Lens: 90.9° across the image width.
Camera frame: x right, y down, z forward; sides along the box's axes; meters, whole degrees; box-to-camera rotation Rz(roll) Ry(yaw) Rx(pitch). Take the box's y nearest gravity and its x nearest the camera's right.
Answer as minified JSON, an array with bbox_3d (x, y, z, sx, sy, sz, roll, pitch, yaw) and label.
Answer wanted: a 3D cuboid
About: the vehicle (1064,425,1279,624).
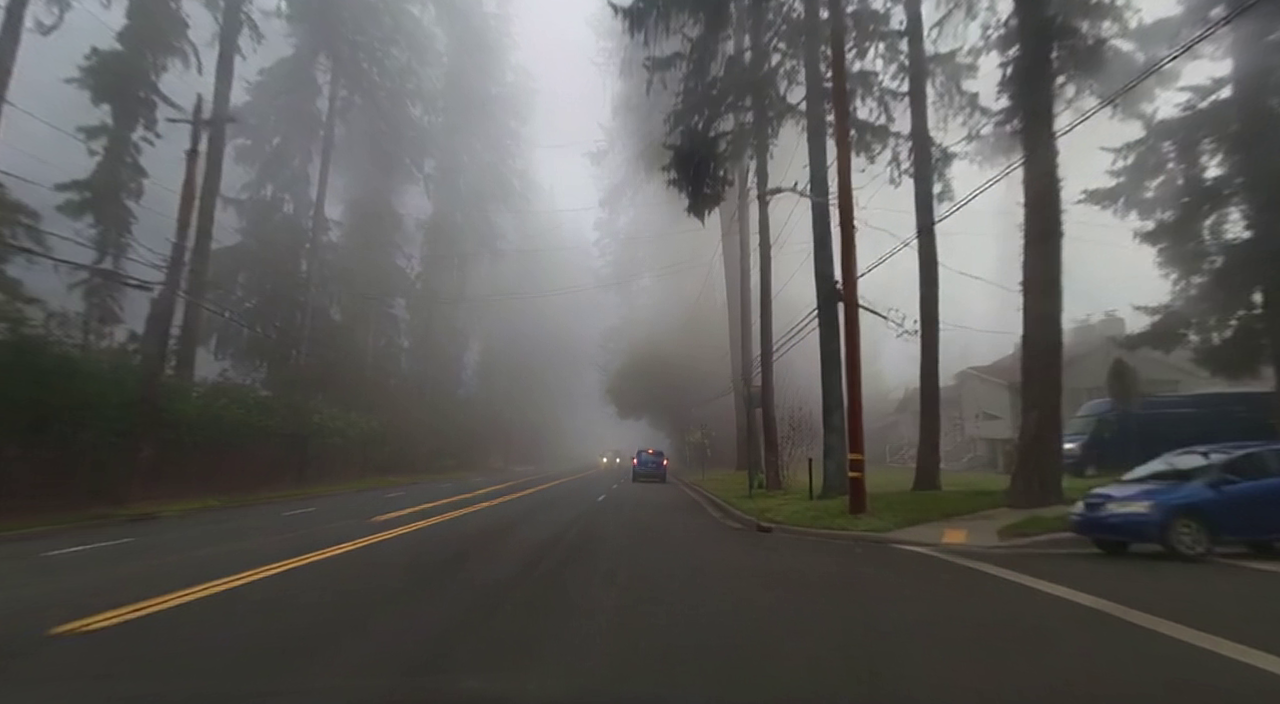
[{"bbox_3d":[6.759,1.419,5.606,4.543,1.472,1.830,0,-9,3],"label":"vehicle"}]

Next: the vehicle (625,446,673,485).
[{"bbox_3d":[0.433,5.378,30.178,2.120,1.718,3.909,0,-9,1],"label":"vehicle"}]

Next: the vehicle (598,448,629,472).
[{"bbox_3d":[-2.017,8.411,49.103,2.157,1.765,4.303,0,-9,2],"label":"vehicle"}]
